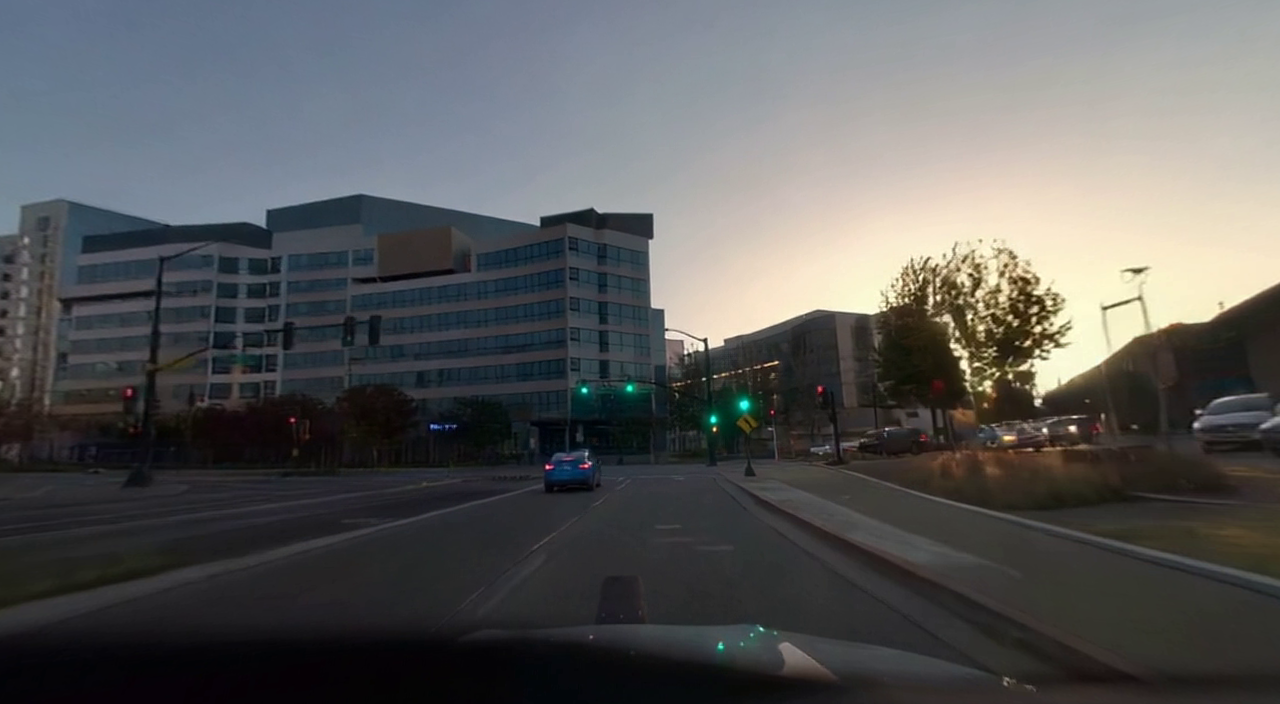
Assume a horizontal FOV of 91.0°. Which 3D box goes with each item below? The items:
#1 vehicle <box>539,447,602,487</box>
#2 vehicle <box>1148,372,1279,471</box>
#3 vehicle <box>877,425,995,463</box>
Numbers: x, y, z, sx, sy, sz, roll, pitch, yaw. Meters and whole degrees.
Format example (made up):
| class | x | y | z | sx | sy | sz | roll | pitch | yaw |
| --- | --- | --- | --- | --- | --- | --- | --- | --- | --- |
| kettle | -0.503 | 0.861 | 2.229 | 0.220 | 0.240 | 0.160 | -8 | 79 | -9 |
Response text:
| class | x | y | z | sx | sy | sz | roll | pitch | yaw |
| --- | --- | --- | --- | --- | --- | --- | --- | --- | --- |
| vehicle | -2.788 | 4.741 | 26.330 | 1.971 | 1.486 | 4.380 | -1 | -9 | 2 |
| vehicle | 13.351 | 1.380 | 12.308 | 4.904 | 1.755 | 2.114 | 0 | -9 | 1 |
| vehicle | 12.868 | 4.028 | 27.579 | 4.120 | 1.558 | 1.959 | 0 | -9 | 0 |
